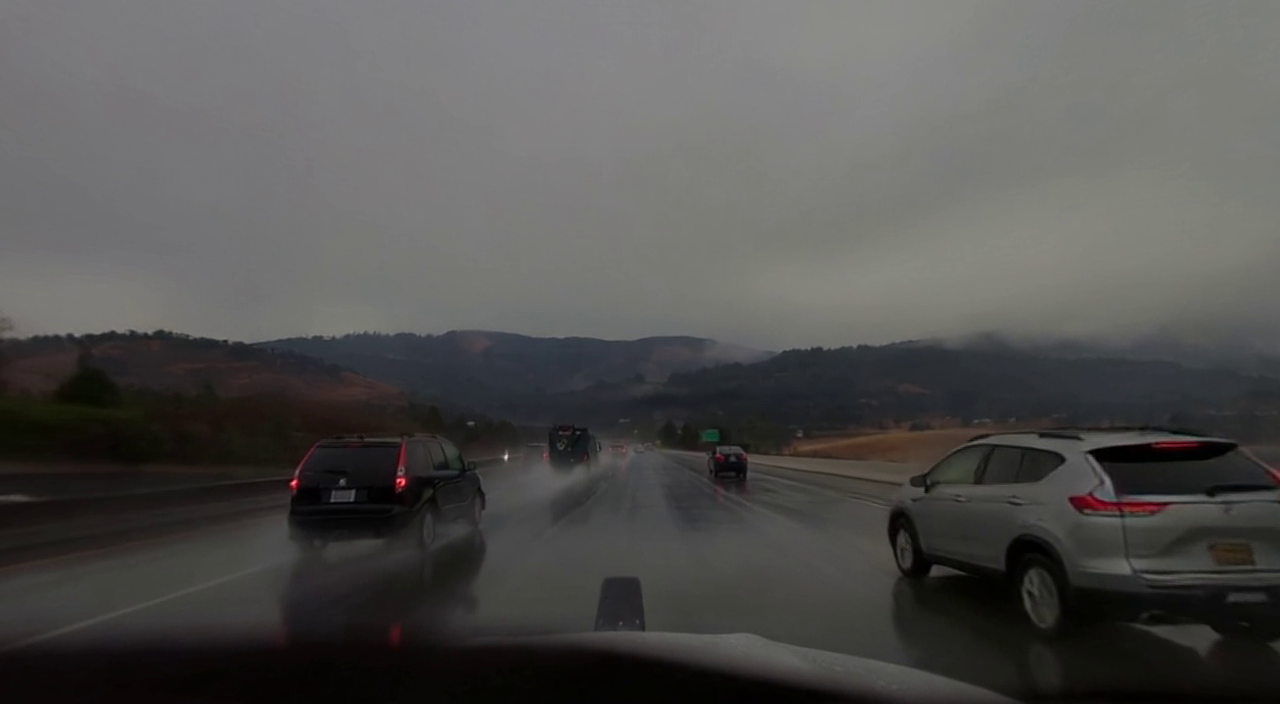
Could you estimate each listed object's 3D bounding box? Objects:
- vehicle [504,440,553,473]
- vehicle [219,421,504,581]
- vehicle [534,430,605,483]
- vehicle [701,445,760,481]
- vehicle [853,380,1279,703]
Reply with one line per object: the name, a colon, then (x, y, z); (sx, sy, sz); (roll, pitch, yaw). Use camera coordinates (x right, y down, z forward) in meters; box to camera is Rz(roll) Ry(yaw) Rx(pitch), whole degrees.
vehicle: (-6.914, 6.571, 39.702); (2.149, 1.922, 4.976); (0, -8, 0)
vehicle: (-3.488, 1.937, 9.003); (2.080, 1.716, 4.207); (0, -8, 1)
vehicle: (-3.016, 4.671, 28.545); (2.494, 2.136, 5.539); (0, -8, 1)
vehicle: (4.195, 5.203, 29.935); (2.071, 1.570, 4.637); (0, -8, 0)
vehicle: (3.697, 1.327, 5.480); (2.066, 1.696, 4.604); (0, -8, 0)
